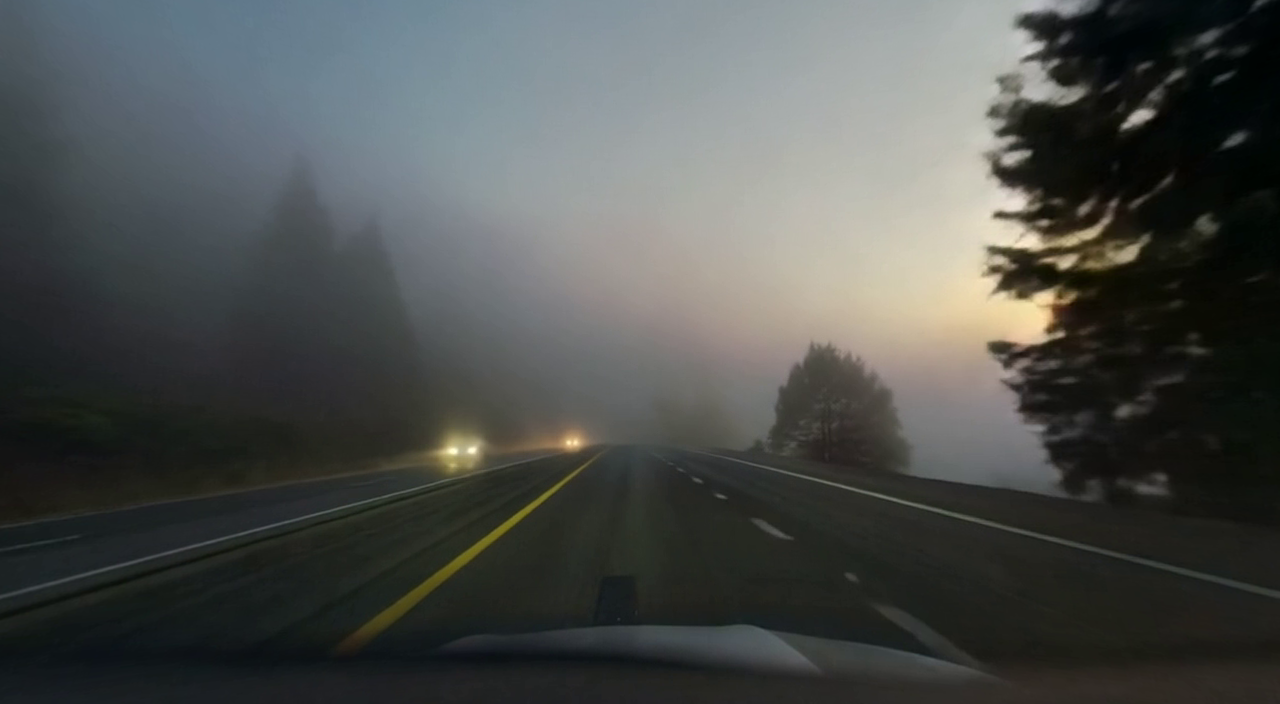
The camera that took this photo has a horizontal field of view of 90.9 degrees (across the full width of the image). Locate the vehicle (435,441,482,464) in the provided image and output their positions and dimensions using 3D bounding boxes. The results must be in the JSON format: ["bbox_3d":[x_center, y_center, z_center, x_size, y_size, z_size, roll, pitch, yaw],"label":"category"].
[{"bbox_3d":[-12.507,6.897,43.675,1.946,1.467,4.602,0,-8,-1],"label":"vehicle"}]
